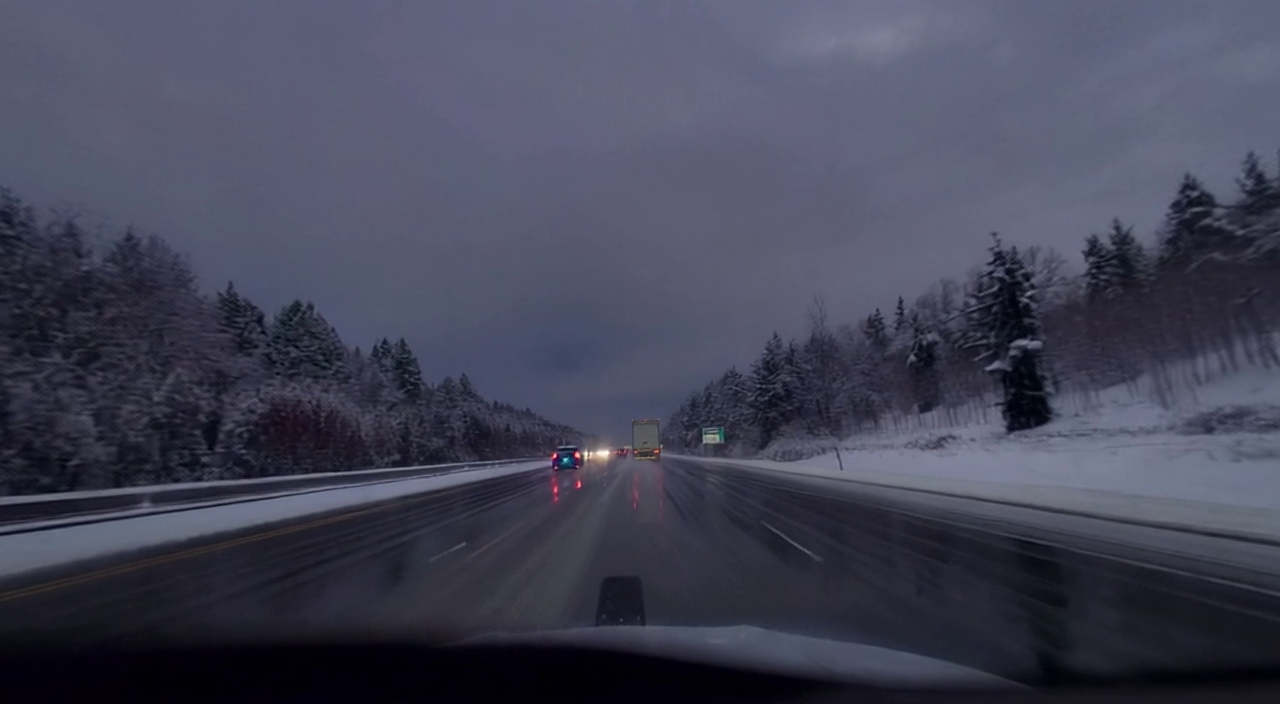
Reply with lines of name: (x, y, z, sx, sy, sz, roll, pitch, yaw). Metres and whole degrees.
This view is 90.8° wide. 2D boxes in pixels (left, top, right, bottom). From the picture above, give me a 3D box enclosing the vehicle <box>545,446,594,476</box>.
vehicle: (-3.806, 5.991, 34.897, 1.999, 1.533, 4.870, -1, -9, 2)
